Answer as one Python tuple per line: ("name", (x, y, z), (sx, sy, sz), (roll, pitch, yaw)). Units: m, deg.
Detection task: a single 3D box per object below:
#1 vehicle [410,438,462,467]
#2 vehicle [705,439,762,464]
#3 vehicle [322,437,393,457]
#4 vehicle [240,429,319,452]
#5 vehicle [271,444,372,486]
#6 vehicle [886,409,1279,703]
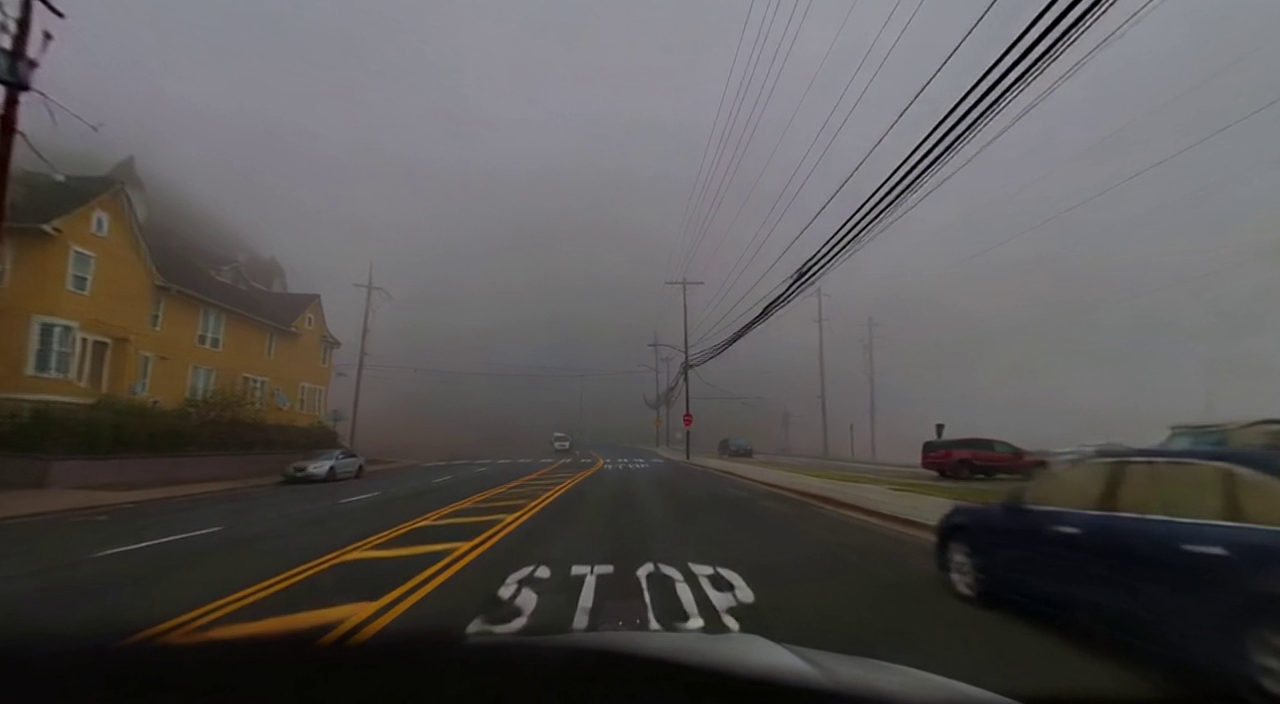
("vehicle", (-13.424, 6.607, 41.936), (1.940, 1.789, 5.086), (0, -8, -2))
("vehicle", (5.892, 6.332, 40.394), (2.081, 1.496, 4.490), (2, -8, -14))
("vehicle", (-22.066, 7.441, 49.509), (4.647, 1.515, 2.009), (1, -8, -6))
("vehicle", (-27.732, 6.842, 48.750), (4.842, 1.690, 1.938), (1, -8, -9))
("vehicle", (-12.593, 4.454, 25.375), (1.957, 1.459, 4.913), (1, -8, -6))
("vehicle", (3.339, 1.095, 3.472), (1.917, 1.434, 4.733), (0, -8, -2))
